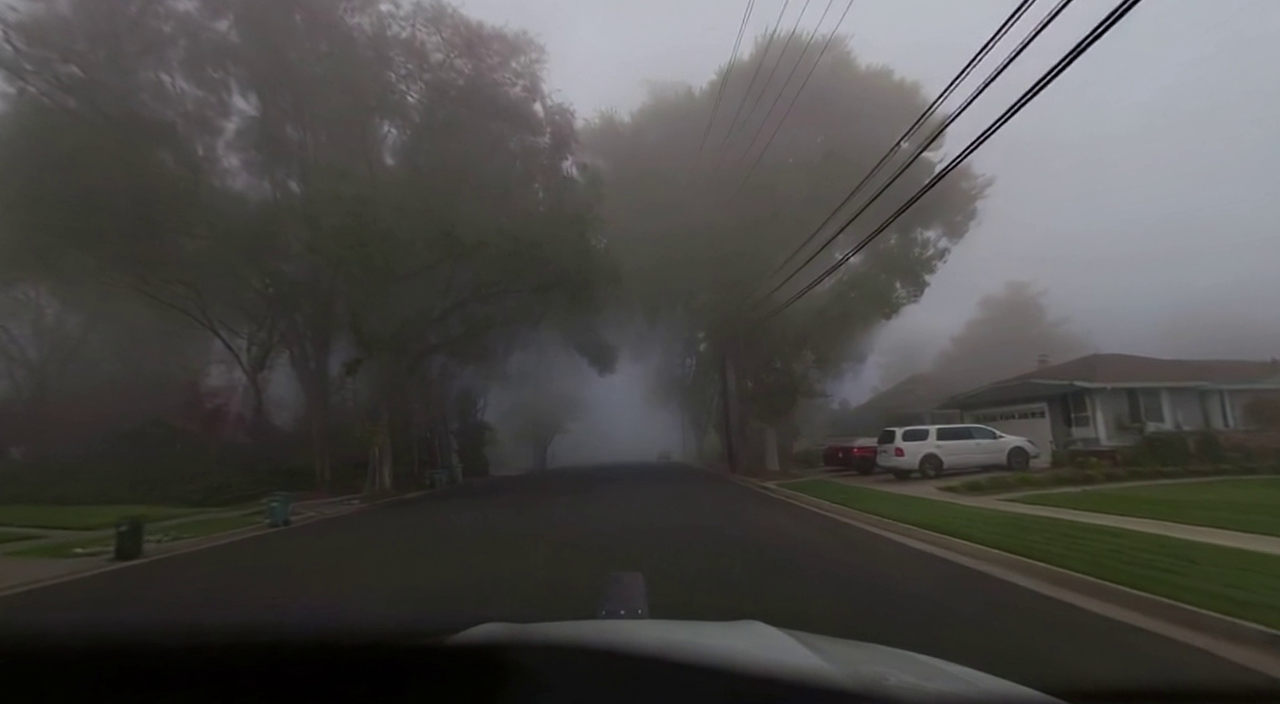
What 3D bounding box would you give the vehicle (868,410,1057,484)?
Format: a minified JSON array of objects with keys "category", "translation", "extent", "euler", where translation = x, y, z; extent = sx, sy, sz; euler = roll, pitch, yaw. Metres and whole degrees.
[{"category":"vehicle","translation":[9.889,2.958,19.677],"extent":[4.555,1.803,2.151],"euler":[-4,-8,-3]}]
